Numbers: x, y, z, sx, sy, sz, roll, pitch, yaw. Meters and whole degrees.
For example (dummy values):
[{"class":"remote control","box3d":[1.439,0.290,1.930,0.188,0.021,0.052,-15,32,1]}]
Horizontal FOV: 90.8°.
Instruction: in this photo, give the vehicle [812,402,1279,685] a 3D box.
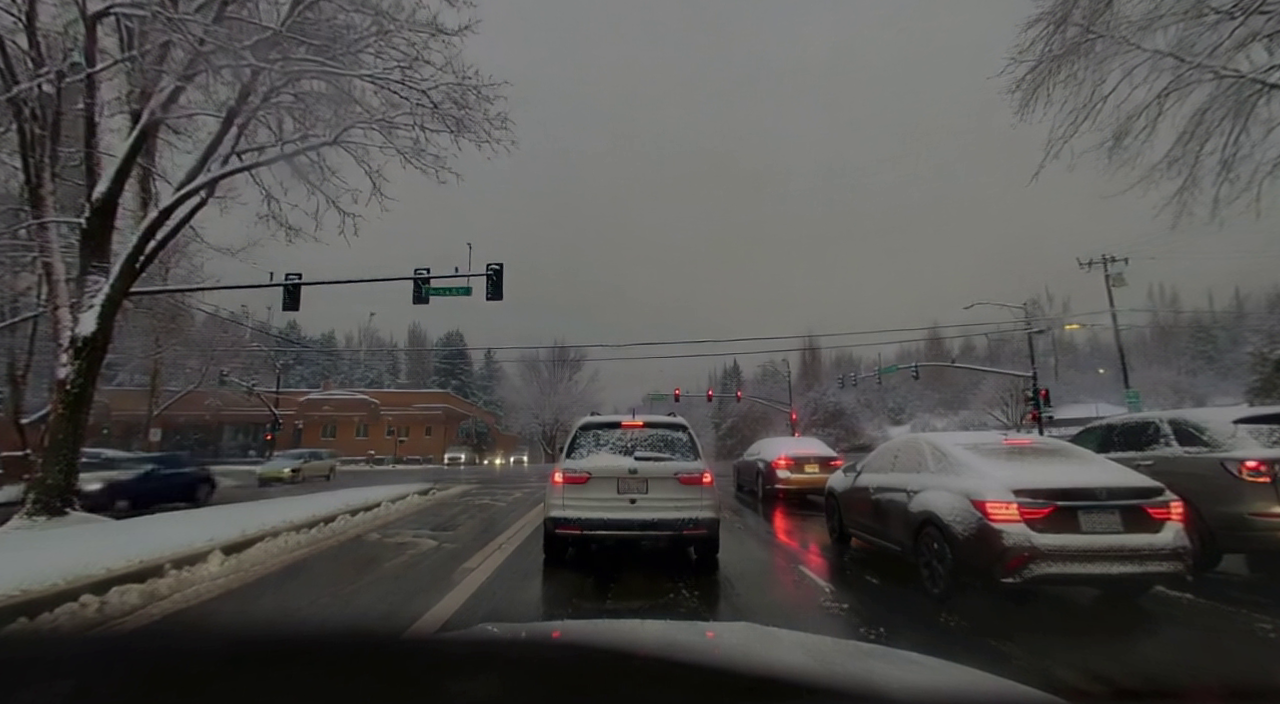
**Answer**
[{"class":"vehicle","box3d":[3.365,1.422,5.977,2.034,1.558,4.774,0,-9,-1]}]

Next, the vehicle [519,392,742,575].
[{"class":"vehicle","box3d":[-0.185,1.647,8.611,2.236,1.827,4.316,0,-9,-3]}]

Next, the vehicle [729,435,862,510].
[{"class":"vehicle","box3d":[3.513,2.805,15.185,2.004,1.523,4.263,0,-9,-2]}]

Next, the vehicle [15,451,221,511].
[{"class":"vehicle","box3d":[-14.567,3.590,18.088,2.035,1.454,4.513,0,-9,0]}]

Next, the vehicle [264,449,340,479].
[{"class":"vehicle","box3d":[-20.789,6.892,39.106,2.132,1.695,4.619,0,-9,-1]}]
